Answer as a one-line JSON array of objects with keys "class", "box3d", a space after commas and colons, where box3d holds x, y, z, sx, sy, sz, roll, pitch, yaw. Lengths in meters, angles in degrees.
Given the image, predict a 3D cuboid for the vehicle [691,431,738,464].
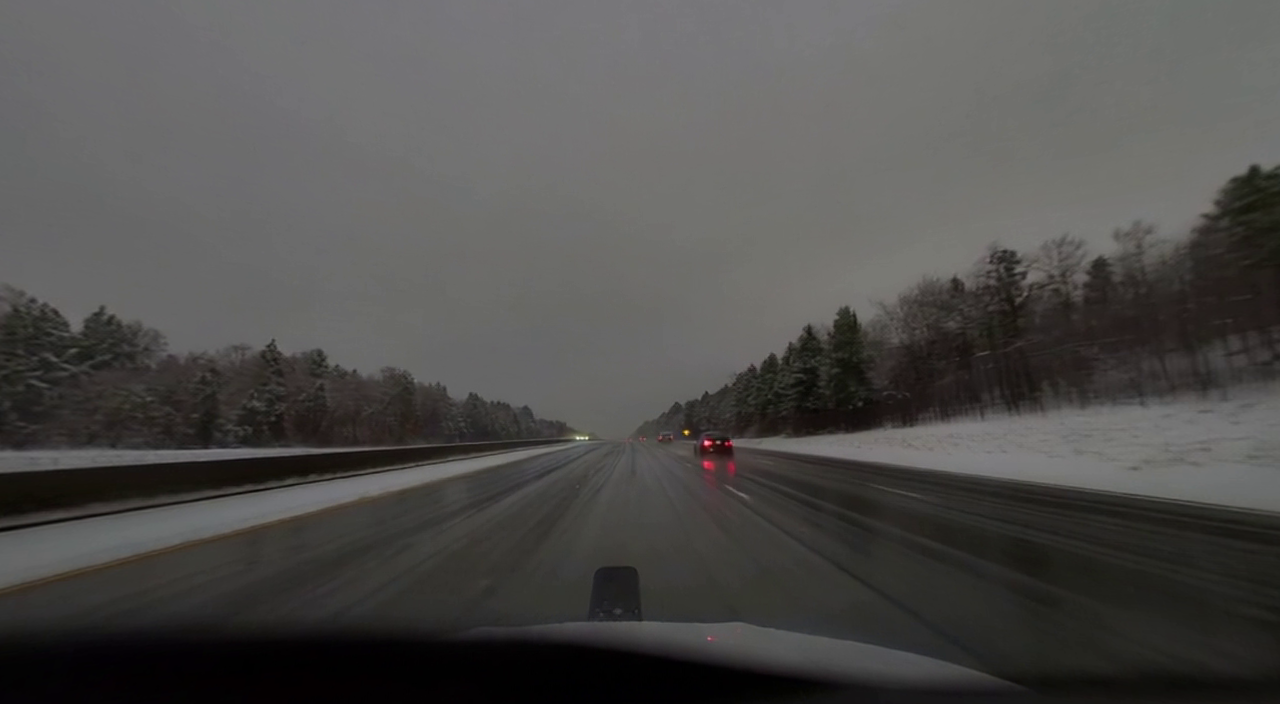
[{"class": "vehicle", "box3d": [3.582, 4.650, 30.816, 1.802, 1.492, 3.804, 0, -7, -1]}]
